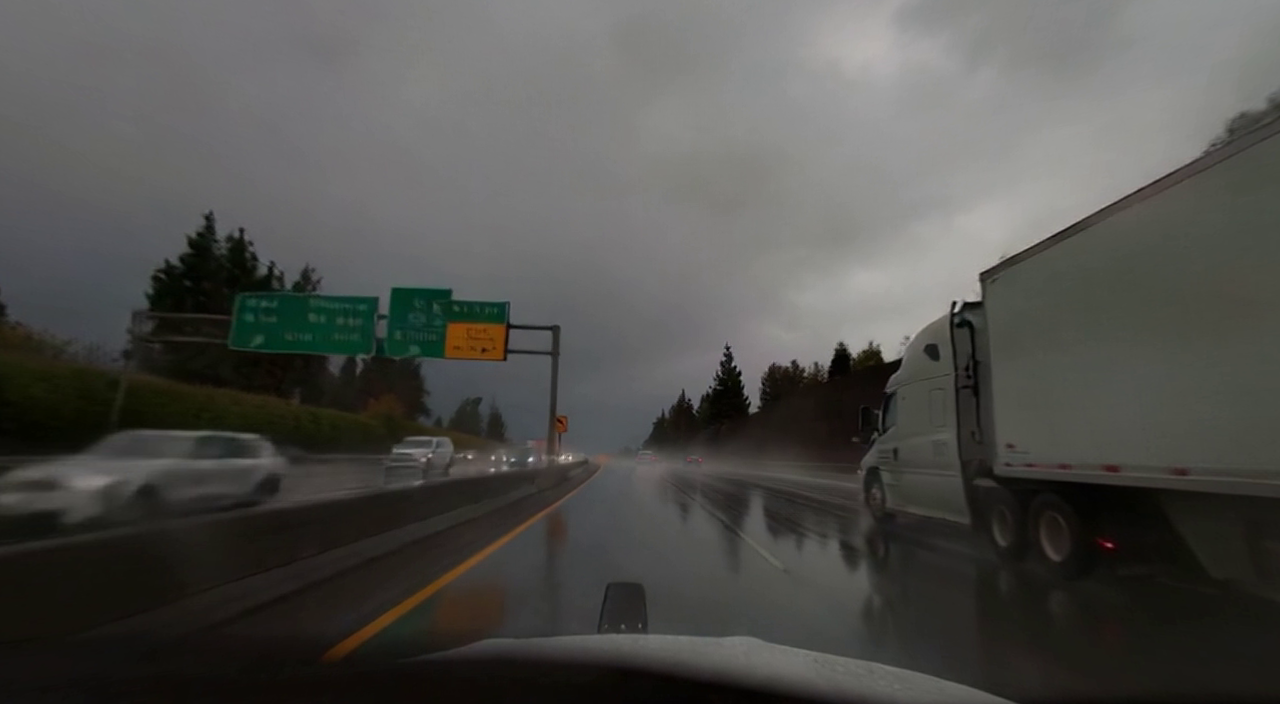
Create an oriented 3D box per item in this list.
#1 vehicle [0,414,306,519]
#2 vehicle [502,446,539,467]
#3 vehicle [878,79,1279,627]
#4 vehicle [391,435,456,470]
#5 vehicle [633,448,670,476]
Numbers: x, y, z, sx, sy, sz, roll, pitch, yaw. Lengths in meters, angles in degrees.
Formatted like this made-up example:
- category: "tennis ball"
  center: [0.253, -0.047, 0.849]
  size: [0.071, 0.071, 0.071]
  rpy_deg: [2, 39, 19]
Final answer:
- category: "vehicle"
  center: [-8.280, 2.007, 11.412]
  size: [1.932, 1.501, 4.607]
  rpy_deg: [0, -9, -1]
- category: "vehicle"
  center: [-9.099, 7.977, 48.385]
  size: [1.943, 1.521, 4.628]
  rpy_deg: [0, -9, -1]
- category: "vehicle"
  center: [6.210, 0.180, 5.760]
  size: [2.890, 4.006, 14.039]
  rpy_deg: [0, -9, 1]
- category: "vehicle"
  center: [-12.646, 5.920, 37.166]
  size: [2.026, 1.875, 5.341]
  rpy_deg: [0, -9, -1]
- category: "vehicle"
  center: [0.687, 6.751, 38.882]
  size: [2.111, 1.599, 3.859]
  rpy_deg: [0, -9, 0]
